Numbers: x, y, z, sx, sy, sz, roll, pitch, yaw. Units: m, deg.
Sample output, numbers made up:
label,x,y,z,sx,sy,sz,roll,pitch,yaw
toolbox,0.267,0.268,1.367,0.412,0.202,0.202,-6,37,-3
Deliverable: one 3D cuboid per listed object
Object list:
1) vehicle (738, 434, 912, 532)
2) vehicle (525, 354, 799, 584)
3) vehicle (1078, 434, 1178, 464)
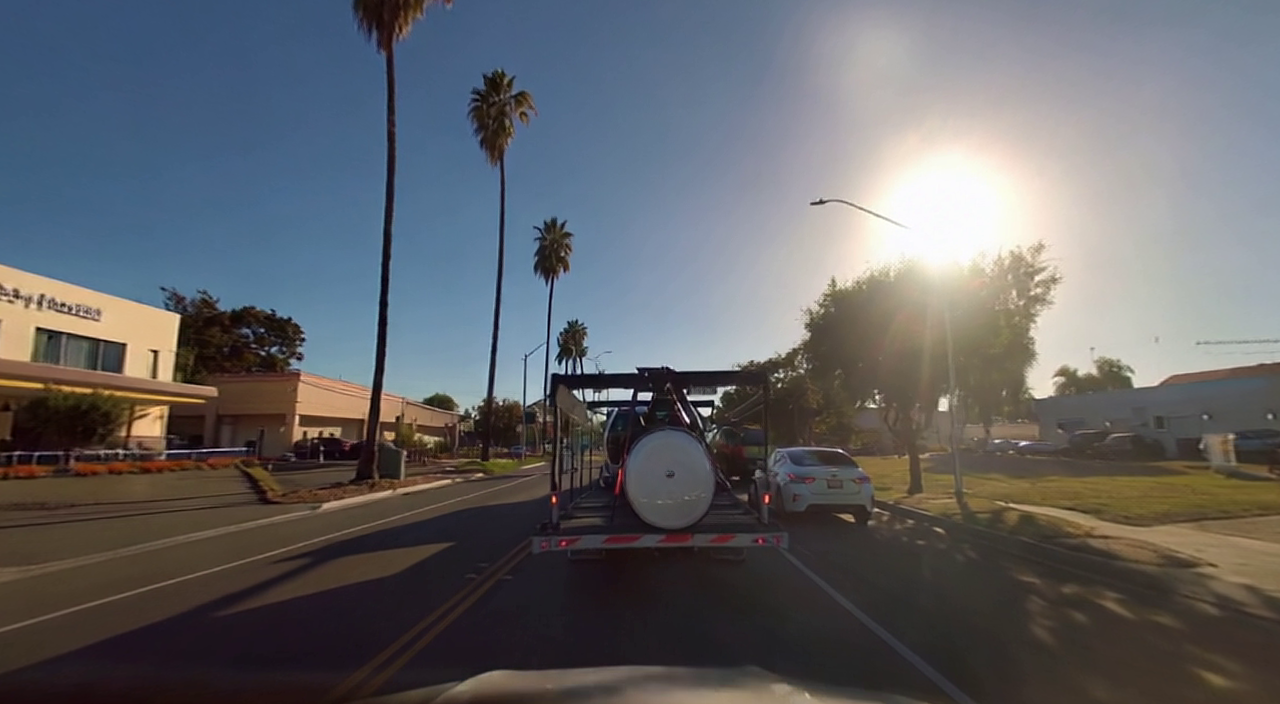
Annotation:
label,x,y,z,sx,sy,sz,roll,pitch,yaw
vehicle,3.204,2.346,11.865,2.010,1.499,4.107,0,-8,0
vehicle,0.186,1.638,9.621,2.728,2.305,6.506,0,-8,-1
vehicle,28.519,5.688,36.844,4.193,1.633,1.928,-4,-9,26
